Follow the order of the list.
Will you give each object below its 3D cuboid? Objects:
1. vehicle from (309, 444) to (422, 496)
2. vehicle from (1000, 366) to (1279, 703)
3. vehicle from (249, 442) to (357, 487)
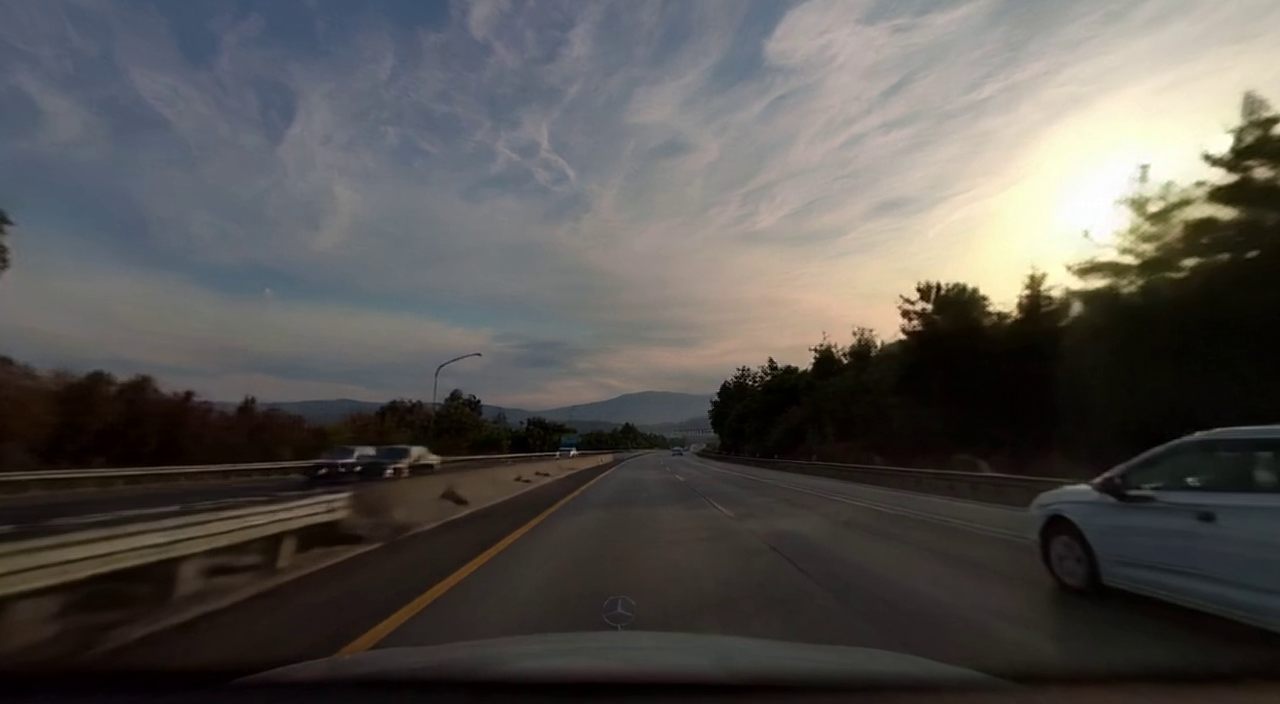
[{"bbox_3d":[-9.010,3.881,20.986,1.910,1.543,4.064,-1,-9,1],"label":"vehicle"},{"bbox_3d":[4.101,0.877,2.831,2.089,1.660,4.729,0,-9,0],"label":"vehicle"},{"bbox_3d":[-13.385,4.474,25.223,1.961,1.654,4.197,0,-9,0],"label":"vehicle"}]
